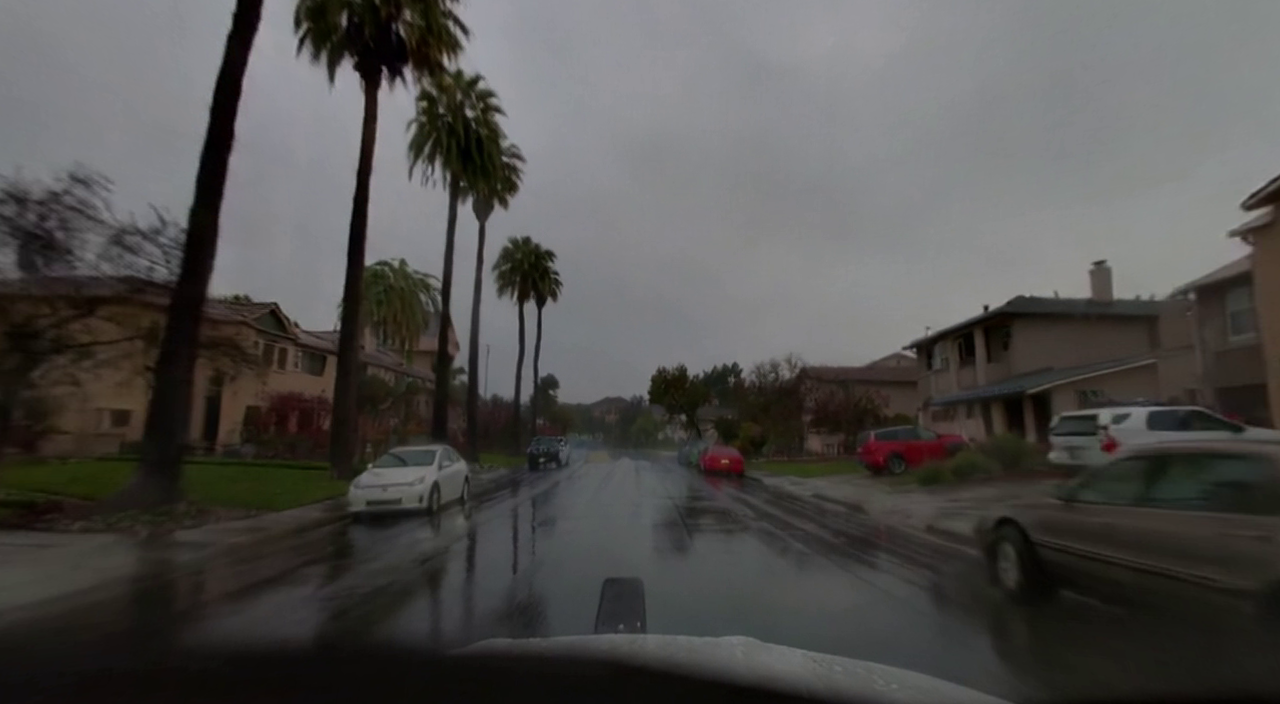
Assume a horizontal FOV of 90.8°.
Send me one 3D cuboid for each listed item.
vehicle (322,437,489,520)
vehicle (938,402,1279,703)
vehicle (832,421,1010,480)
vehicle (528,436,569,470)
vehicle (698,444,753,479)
[{"bbox_3d":[-4.835,2.690,13.856,2.080,1.479,4.531,0,-9,-2],"label":"vehicle"},{"bbox_3d":[4.007,1.201,4.178,1.987,1.567,4.112,0,-8,-1],"label":"vehicle"},{"bbox_3d":[9.417,3.329,21.557,5.068,1.888,2.062,0,-8,1],"label":"vehicle"},{"bbox_3d":[-5.500,5.976,37.709,2.106,1.914,4.363,2,-8,-12],"label":"vehicle"},{"bbox_3d":[3.848,4.996,29.242,1.867,1.480,4.678,0,-8,0],"label":"vehicle"}]
